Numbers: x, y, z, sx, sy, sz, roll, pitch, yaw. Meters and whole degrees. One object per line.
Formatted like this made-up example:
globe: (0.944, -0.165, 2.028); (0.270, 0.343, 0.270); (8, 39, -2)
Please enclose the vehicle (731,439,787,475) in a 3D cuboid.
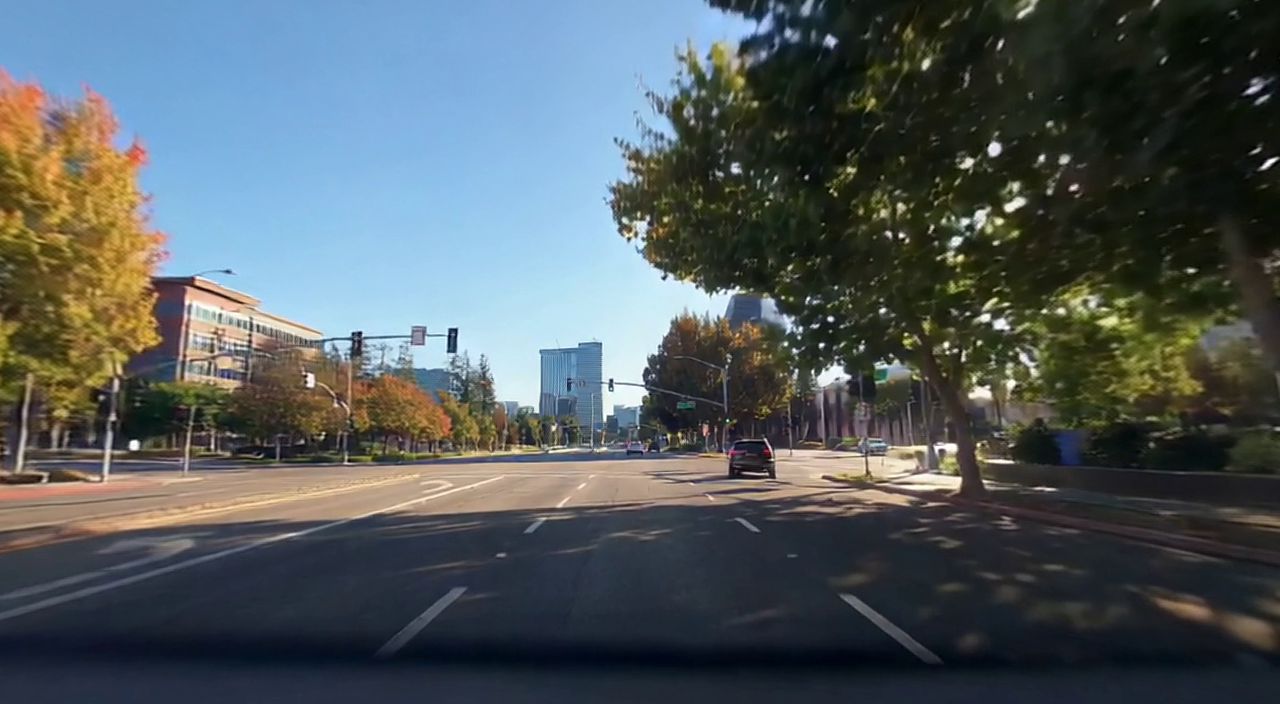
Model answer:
vehicle: (6.172, 5.348, 32.316); (2.289, 1.503, 4.595); (2, -8, 17)
